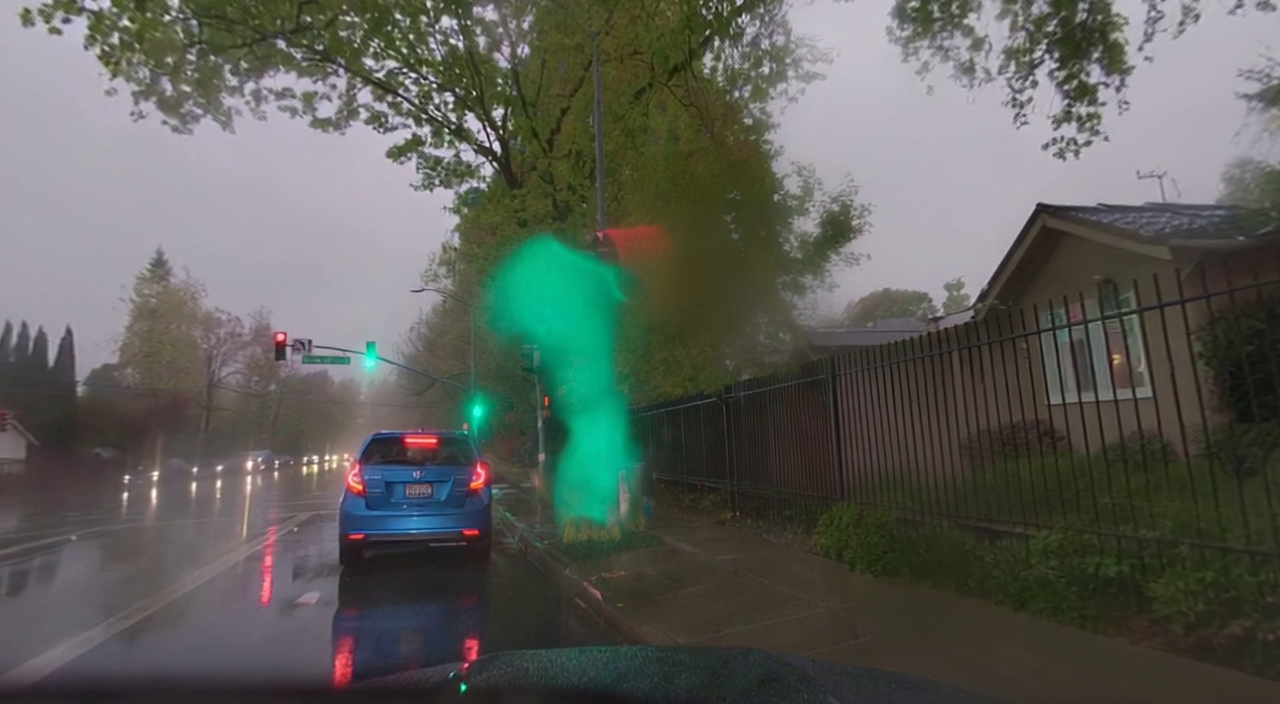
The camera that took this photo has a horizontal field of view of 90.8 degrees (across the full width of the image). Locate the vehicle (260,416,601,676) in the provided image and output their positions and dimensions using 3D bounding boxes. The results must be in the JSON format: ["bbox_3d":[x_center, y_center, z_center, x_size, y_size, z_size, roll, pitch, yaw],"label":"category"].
[{"bbox_3d":[-1.774,1.440,5.823,2.024,1.502,3.702,2,-9,-17],"label":"vehicle"}]

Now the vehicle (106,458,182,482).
[{"bbox_3d":[-36.987,8.803,47.153,3.959,1.680,1.785,1,-9,-11],"label":"vehicle"}]
